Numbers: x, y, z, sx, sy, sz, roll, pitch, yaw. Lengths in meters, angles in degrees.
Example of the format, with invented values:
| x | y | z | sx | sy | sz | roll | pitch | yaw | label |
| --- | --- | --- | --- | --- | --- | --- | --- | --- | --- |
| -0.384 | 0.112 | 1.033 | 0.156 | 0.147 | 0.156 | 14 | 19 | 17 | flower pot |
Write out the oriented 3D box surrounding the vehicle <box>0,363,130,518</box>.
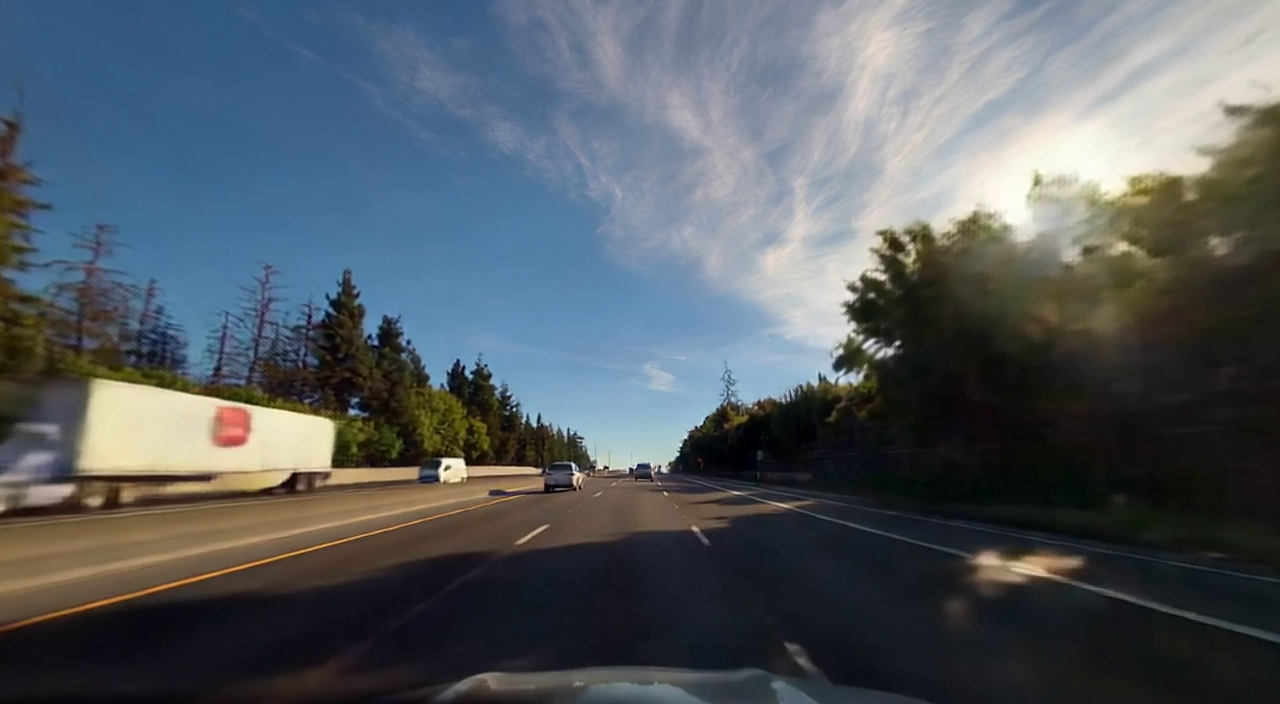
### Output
| x | y | z | sx | sy | sz | roll | pitch | yaw | label |
| --- | --- | --- | --- | --- | --- | --- | --- | --- | --- |
| -17.494 | 2.524 | 17.975 | 3.185 | 4.070 | 2.550 | 1 | -11 | 0 | vehicle |

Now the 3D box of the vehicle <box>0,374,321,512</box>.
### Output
| x | y | z | sx | sy | sz | roll | pitch | yaw | label |
| --- | --- | --- | --- | --- | --- | --- | --- | --- | --- |
| -17.434 | 3.745 | 24.446 | 2.766 | 3.819 | 13.714 | 0 | -10 | 1 | vehicle |

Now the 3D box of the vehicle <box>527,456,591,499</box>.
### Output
| x | y | z | sx | sy | sz | roll | pitch | yaw | label |
| --- | --- | --- | --- | --- | --- | --- | --- | --- | --- |
| -3.662 | 5.835 | 29.498 | 2.233 | 1.791 | 4.981 | 1 | -11 | 1 | vehicle |

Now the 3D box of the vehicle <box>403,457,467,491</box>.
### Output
| x | y | z | sx | sy | sz | roll | pitch | yaw | label |
| --- | --- | --- | --- | --- | --- | --- | --- | --- | --- |
| -12.646 | 7.593 | 39.264 | 2.301 | 1.905 | 4.663 | 1 | -11 | 1 | vehicle |
